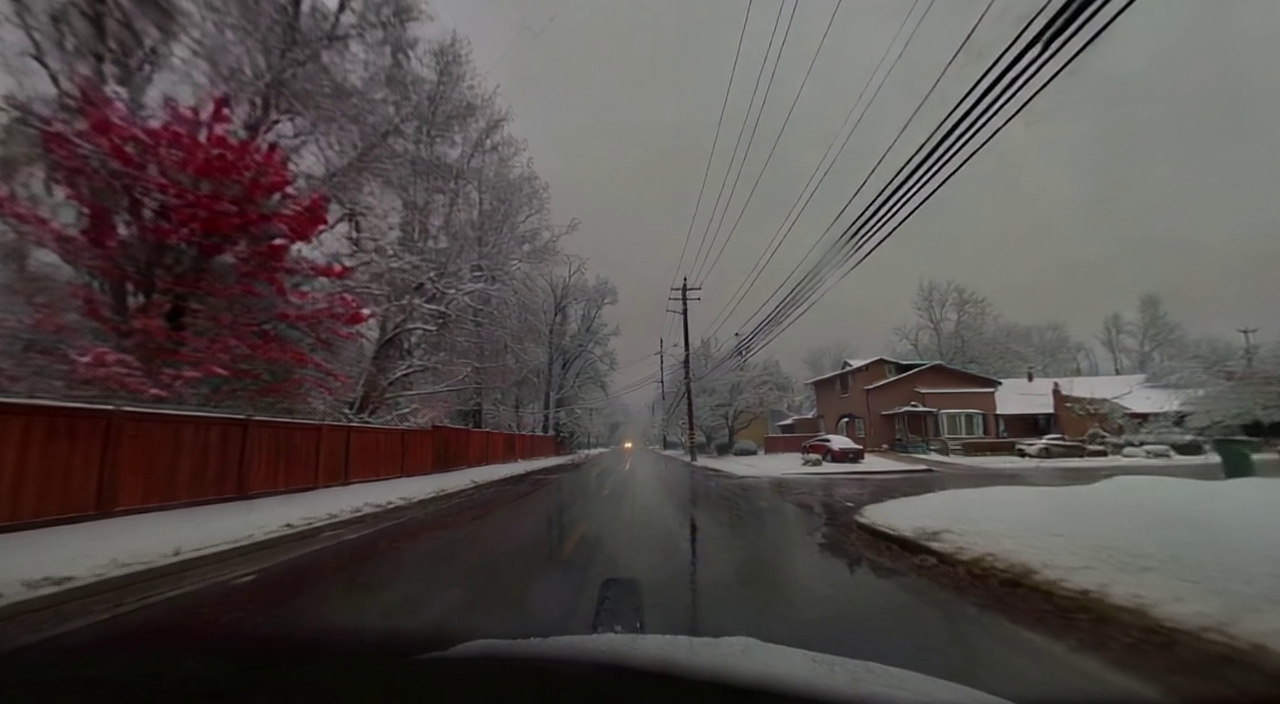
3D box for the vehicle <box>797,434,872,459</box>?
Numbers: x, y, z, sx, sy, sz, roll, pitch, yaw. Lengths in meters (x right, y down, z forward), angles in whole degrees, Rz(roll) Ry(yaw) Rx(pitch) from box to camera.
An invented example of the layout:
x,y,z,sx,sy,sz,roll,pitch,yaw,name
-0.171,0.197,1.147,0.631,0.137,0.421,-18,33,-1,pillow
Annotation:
x,y,z,sx,sy,sz,roll,pitch,yaw,name
12.425,6.108,40.666,4.286,1.525,2.219,-2,-9,10,vehicle
